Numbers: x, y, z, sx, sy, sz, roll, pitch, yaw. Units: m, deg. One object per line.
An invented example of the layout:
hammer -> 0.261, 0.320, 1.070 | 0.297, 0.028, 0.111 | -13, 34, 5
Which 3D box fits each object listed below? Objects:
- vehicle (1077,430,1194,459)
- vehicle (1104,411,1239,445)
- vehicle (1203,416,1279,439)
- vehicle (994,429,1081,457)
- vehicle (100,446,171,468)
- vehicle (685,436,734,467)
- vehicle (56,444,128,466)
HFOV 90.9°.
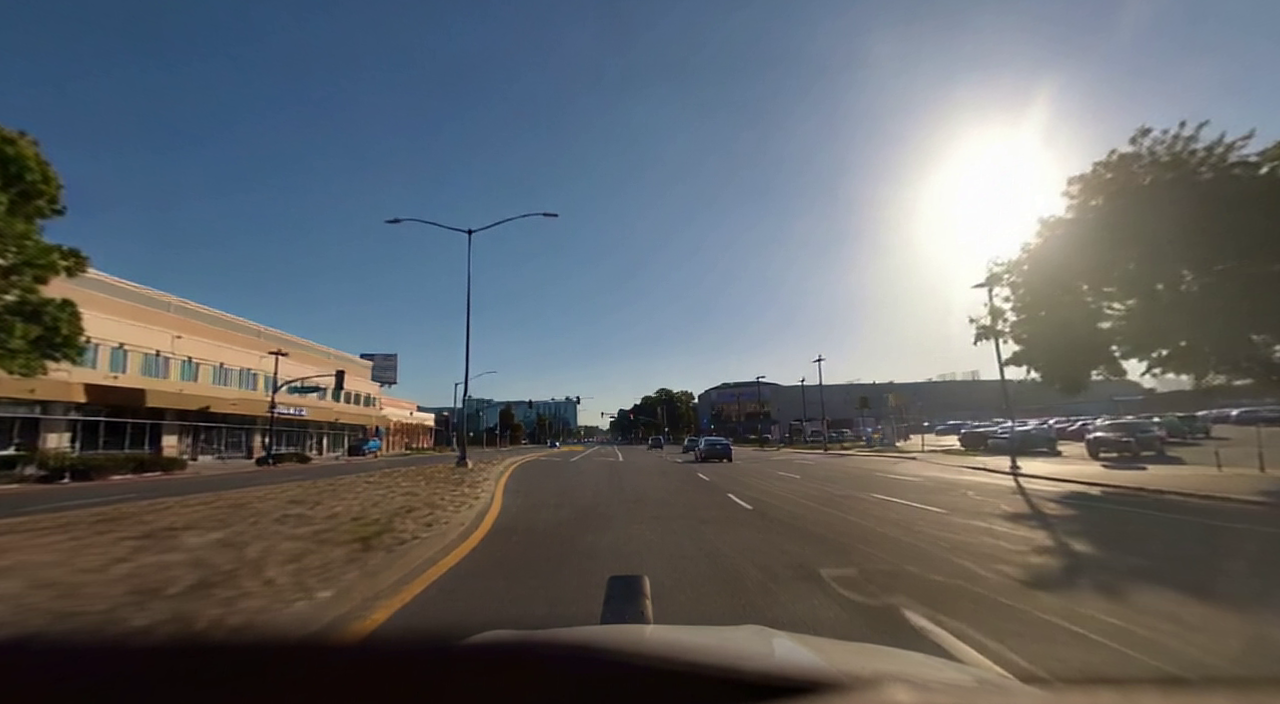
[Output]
vehicle -> 26.369, 4.941, 33.616 | 4.691, 1.436, 1.988 | 0, -8, -4
vehicle -> 38.338, 5.576, 45.770 | 2.372, 2.254, 6.893 | 5, -10, -31
vehicle -> 47.606, 5.936, 49.418 | 1.846, 1.656, 4.602 | 4, -9, -30
vehicle -> 26.056, 5.954, 41.406 | 4.544, 1.474, 1.772 | -4, -7, -5
vehicle -> -35.626, 7.419, 44.661 | 1.684, 1.432, 4.140 | 0, -8, -2
vehicle -> 3.657, 5.359, 34.037 | 2.038, 1.528, 4.259 | 0, -8, -2
vehicle -> -38.002, 7.121, 43.810 | 1.759, 1.482, 3.620 | 1, -8, -3
